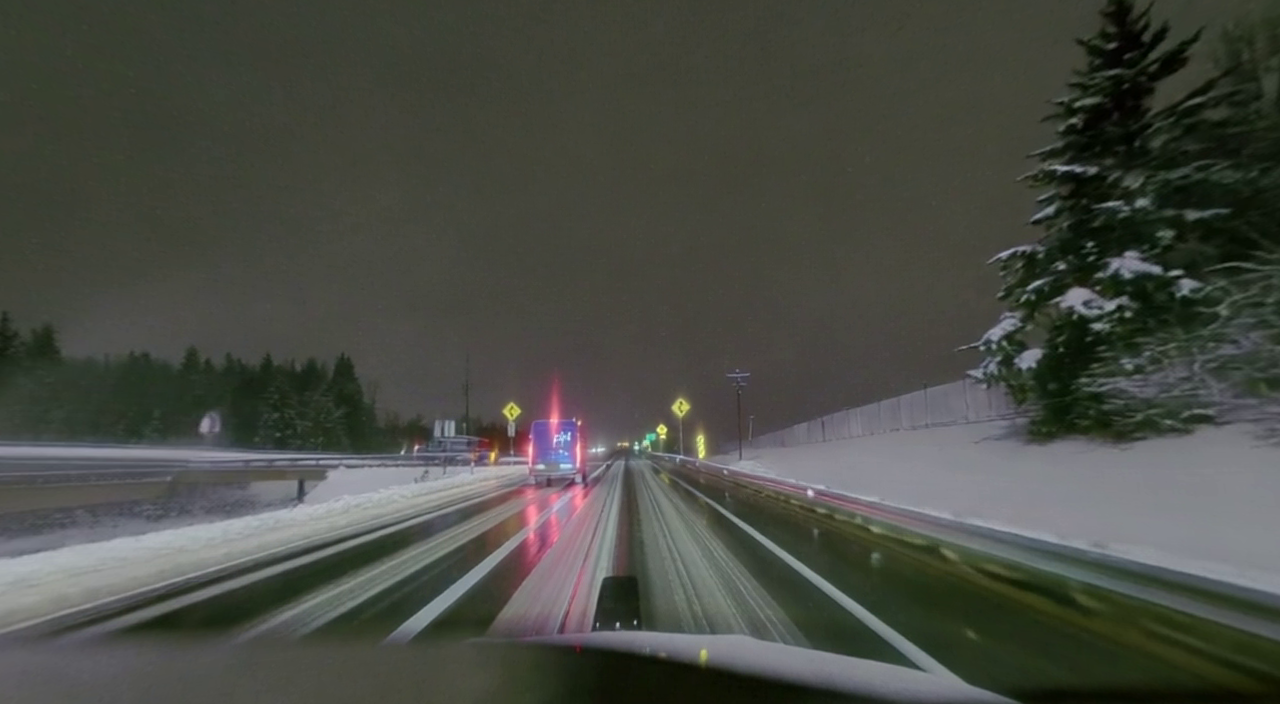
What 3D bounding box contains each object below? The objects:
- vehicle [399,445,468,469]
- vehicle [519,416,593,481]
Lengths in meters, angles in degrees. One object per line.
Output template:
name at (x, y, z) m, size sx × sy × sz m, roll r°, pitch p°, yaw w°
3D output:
vehicle at (-14.423, 7.352, 43.994) m, size 4.396 × 1.557 × 1.952 m, roll 2°, pitch -9°, yaw -14°
vehicle at (-3.735, 4.515, 29.373) m, size 2.463 × 2.640 × 7.034 m, roll 0°, pitch -9°, yaw 0°
